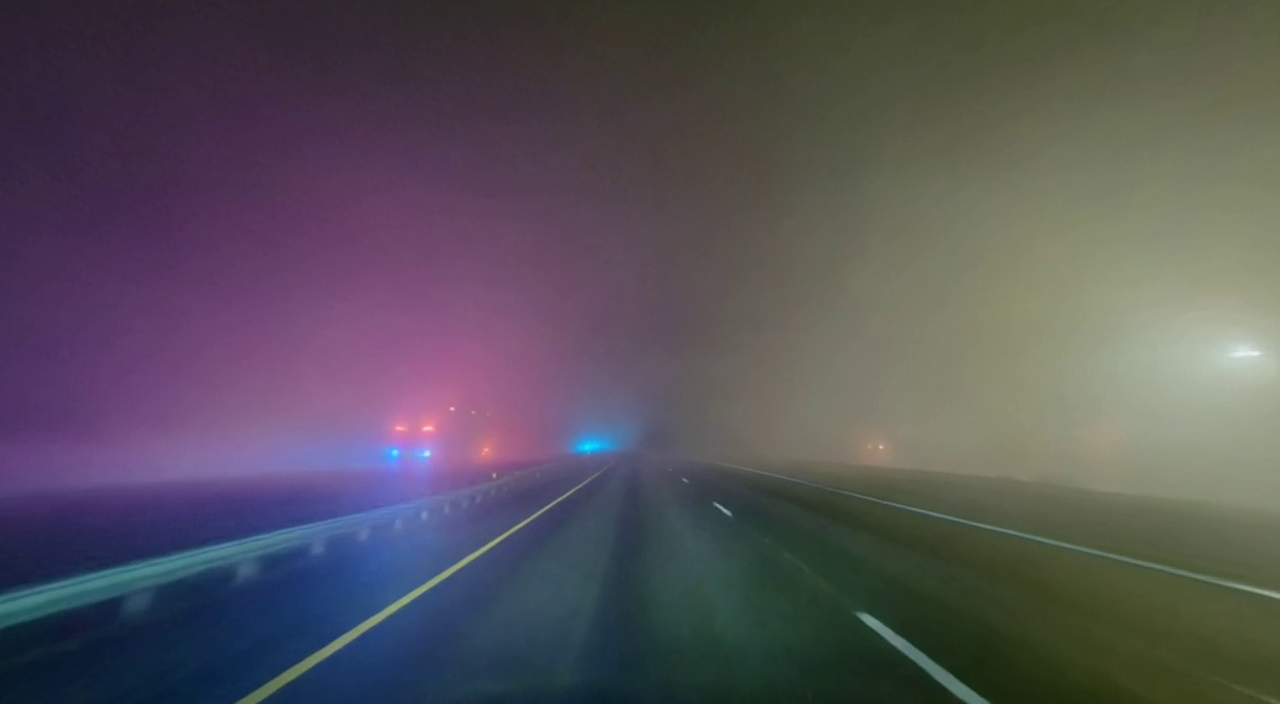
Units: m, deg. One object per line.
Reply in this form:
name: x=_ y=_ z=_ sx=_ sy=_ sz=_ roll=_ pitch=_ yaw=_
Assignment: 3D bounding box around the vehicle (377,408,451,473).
vehicle: x=-16.236 y=6.423 z=45.461 sx=3.730 sy=4.427 sz=4.152 roll=0 pitch=-9 yaw=-1
